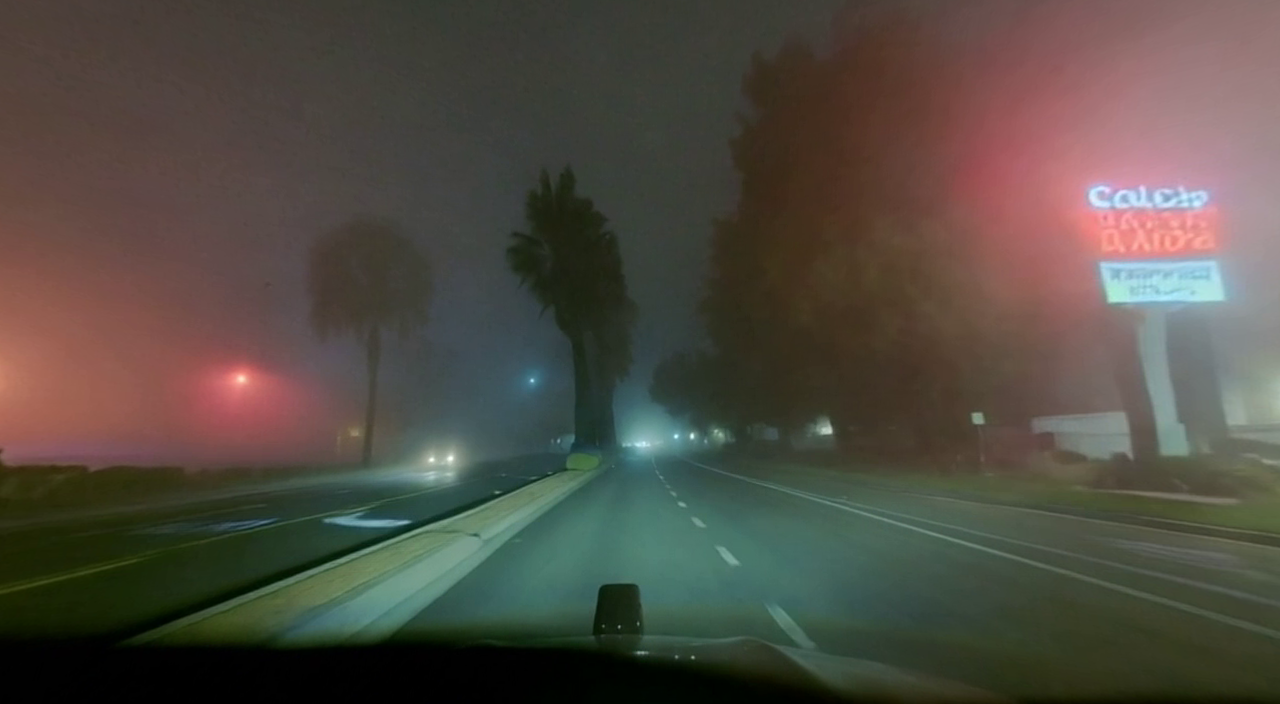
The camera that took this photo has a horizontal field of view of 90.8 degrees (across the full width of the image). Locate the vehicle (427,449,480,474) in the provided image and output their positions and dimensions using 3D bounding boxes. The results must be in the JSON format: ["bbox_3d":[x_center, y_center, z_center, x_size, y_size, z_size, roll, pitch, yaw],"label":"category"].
[{"bbox_3d":[-12.186,7.159,41.624,2.015,1.484,4.651,0,-8,0],"label":"vehicle"}]
